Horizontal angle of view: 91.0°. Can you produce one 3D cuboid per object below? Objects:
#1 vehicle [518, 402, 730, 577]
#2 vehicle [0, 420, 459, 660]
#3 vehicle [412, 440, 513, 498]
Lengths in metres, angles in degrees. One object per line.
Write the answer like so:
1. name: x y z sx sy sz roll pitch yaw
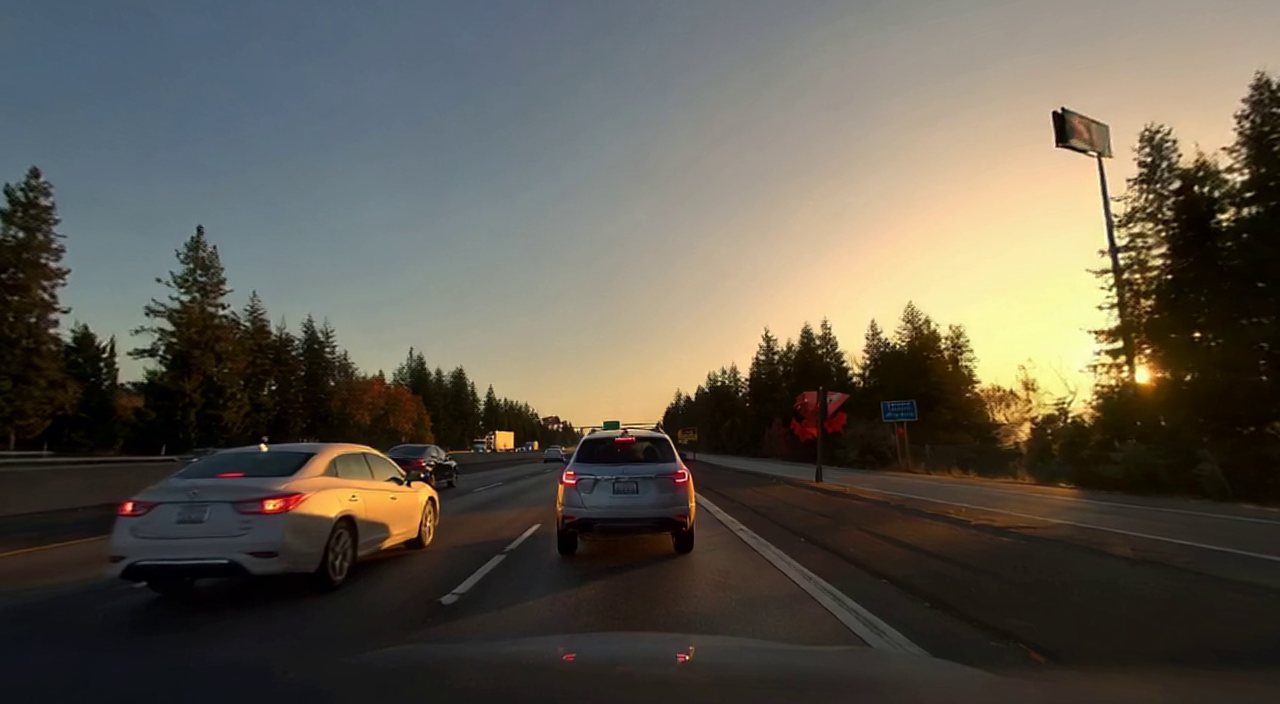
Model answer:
1. vehicle: -0.206 1.745 8.826 2.127 1.749 4.776 0 -9 -1
2. vehicle: -3.473 1.548 6.355 1.889 1.522 4.465 0 -9 1
3. vehicle: -5.148 3.439 18.949 2.027 1.491 4.649 1 -9 -5
